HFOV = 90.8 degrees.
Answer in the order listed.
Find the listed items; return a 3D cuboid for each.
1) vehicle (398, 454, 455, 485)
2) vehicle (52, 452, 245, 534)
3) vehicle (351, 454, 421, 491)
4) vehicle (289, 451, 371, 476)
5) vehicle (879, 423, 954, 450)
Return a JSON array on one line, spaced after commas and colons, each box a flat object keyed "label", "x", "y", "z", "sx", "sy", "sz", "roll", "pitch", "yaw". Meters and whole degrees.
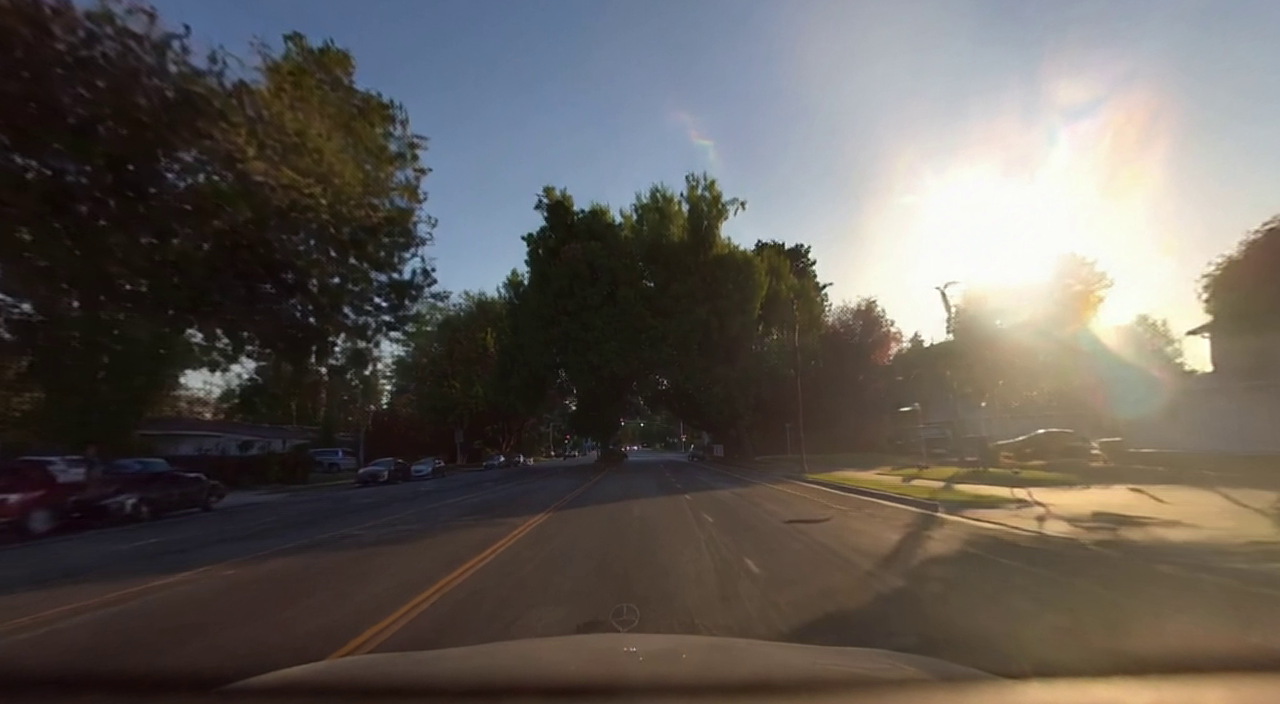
[{"label": "vehicle", "x": -12.663, "y": 6.963, "z": 37.699, "sx": 1.909, "sy": 1.477, "sz": 4.345, "roll": -3, "pitch": -8, "yaw": -1}, {"label": "vehicle", "x": -12.637, "y": 3.581, "z": 16.638, "sx": 1.882, "sy": 1.727, "sz": 3.945, "roll": -3, "pitch": -8, "yaw": 0}, {"label": "vehicle", "x": -12.669, "y": 6.004, "z": 31.810, "sx": 1.828, "sy": 1.510, "sz": 4.149, "roll": -4, "pitch": -9, "yaw": 0}, {"label": "vehicle", "x": -20.916, "y": 7.500, "z": 42.675, "sx": 4.498, "sy": 1.623, "sz": 1.903, "roll": 0, "pitch": -9, "yaw": 1}, {"label": "vehicle", "x": 17.532, "y": 5.400, "z": 40.131, "sx": 1.726, "sy": 1.620, "sz": 3.938, "roll": 7, "pitch": -11, "yaw": -37}]
